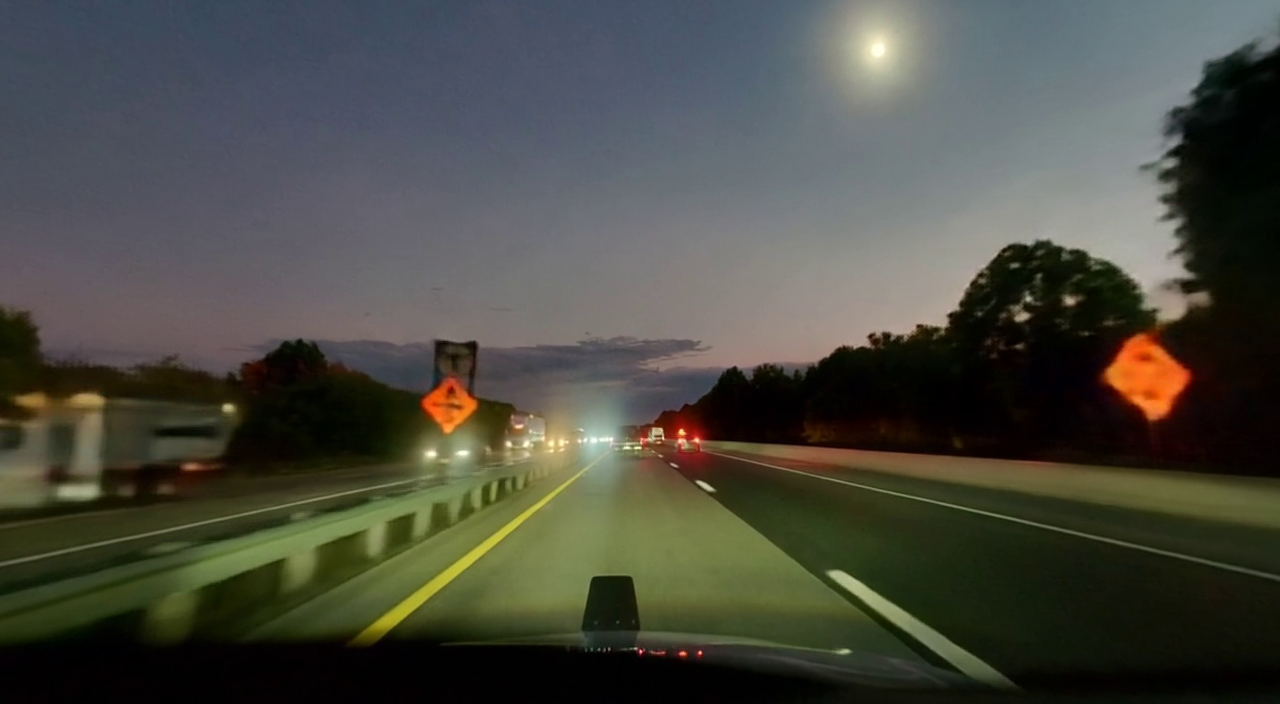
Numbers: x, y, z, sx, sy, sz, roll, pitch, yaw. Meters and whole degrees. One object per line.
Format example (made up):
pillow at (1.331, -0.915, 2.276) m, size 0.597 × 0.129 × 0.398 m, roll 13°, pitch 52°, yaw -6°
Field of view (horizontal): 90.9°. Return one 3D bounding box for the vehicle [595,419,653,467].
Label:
vehicle at (-0.745, 4.227, 29.353) m, size 2.503 × 2.044 × 4.633 m, roll 0°, pitch -8°, yaw -2°

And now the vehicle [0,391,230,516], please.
vehicle at (-13.702, 2.597, 16.578) m, size 2.532 × 2.792 × 4.713 m, roll 0°, pitch -8°, yaw -1°

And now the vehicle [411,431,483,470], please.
vehicle at (-9.176, 4.727, 30.405) m, size 2.020 × 1.712 × 4.717 m, roll 0°, pitch -8°, yaw -1°
